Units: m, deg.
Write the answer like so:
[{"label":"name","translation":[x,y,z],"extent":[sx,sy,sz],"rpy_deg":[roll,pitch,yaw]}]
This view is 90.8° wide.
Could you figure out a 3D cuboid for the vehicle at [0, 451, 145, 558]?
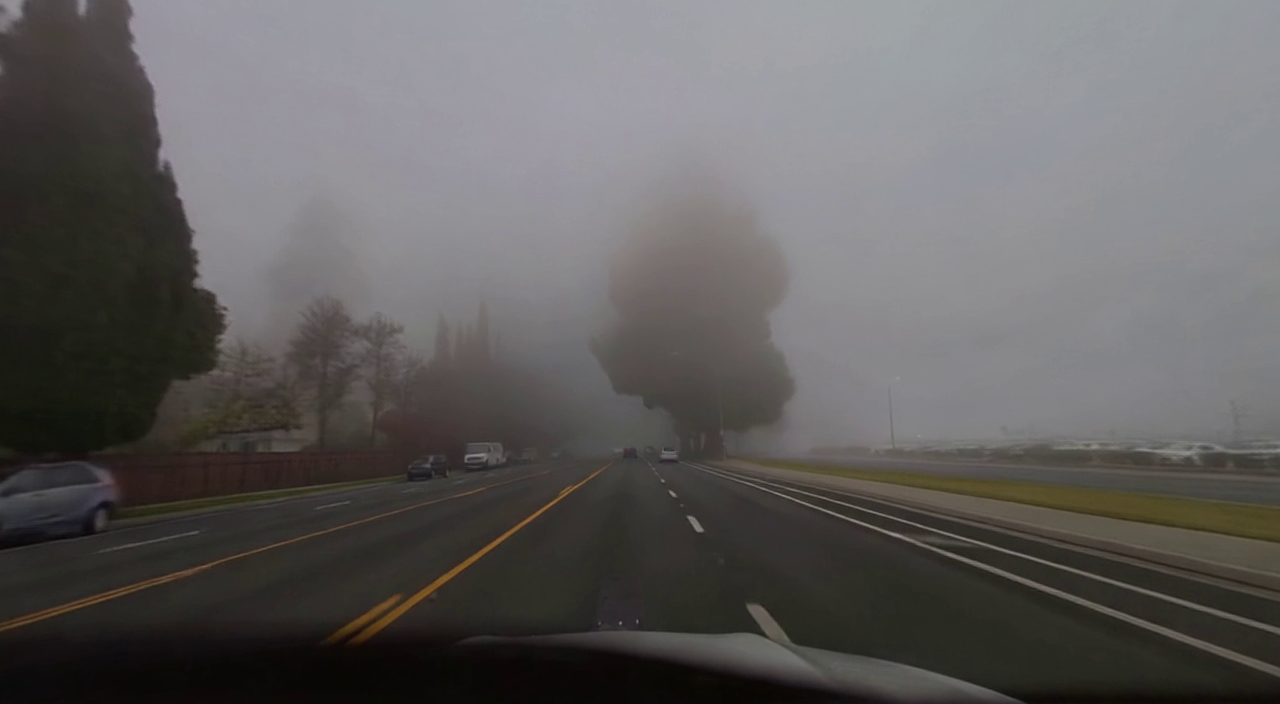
[{"label":"vehicle","translation":[-12.232,2.897,12.186],"extent":[2.000,1.821,4.314],"rpy_deg":[-2,-8,-3]}]

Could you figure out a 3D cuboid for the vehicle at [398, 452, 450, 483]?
[{"label":"vehicle","translation":[-12.402,6.615,36.491],"extent":[1.762,1.552,3.901],"rpy_deg":[-3,-9,-2]}]
